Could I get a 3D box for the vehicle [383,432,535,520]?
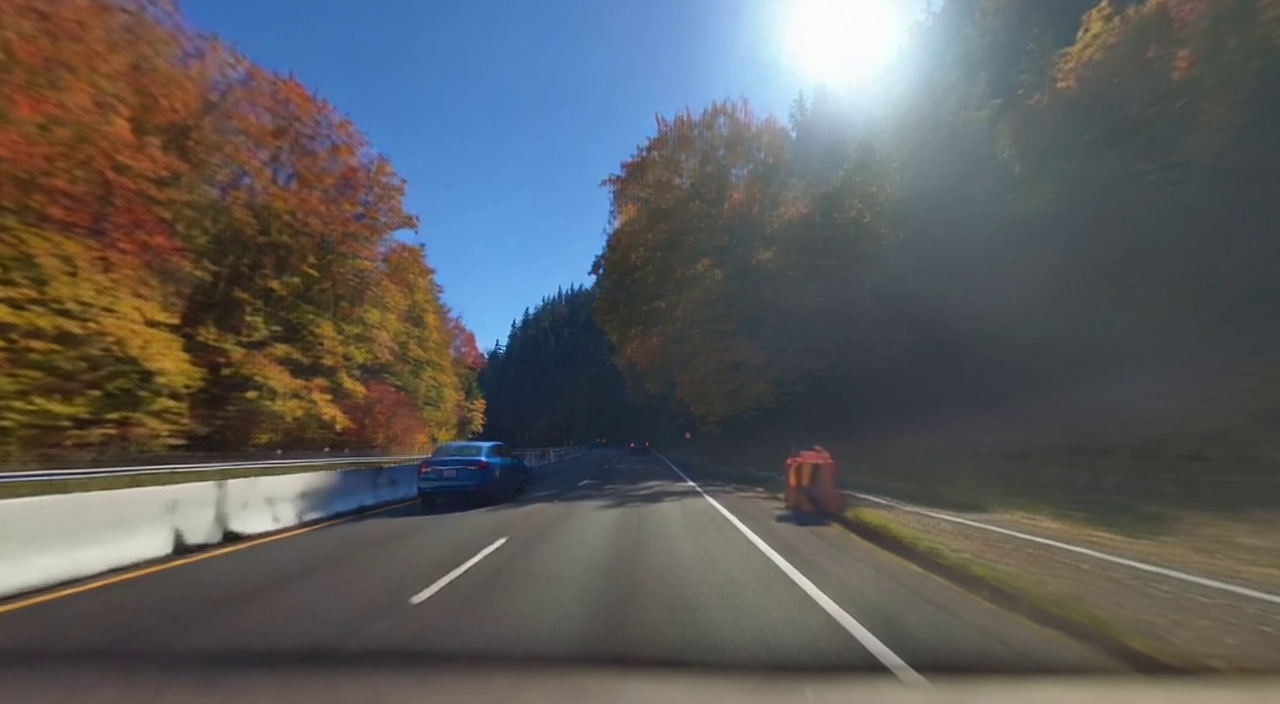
[{"bbox_3d":[-3.509,2.462,13.057,1.902,1.505,4.016,0,-8,1],"label":"vehicle"}]
